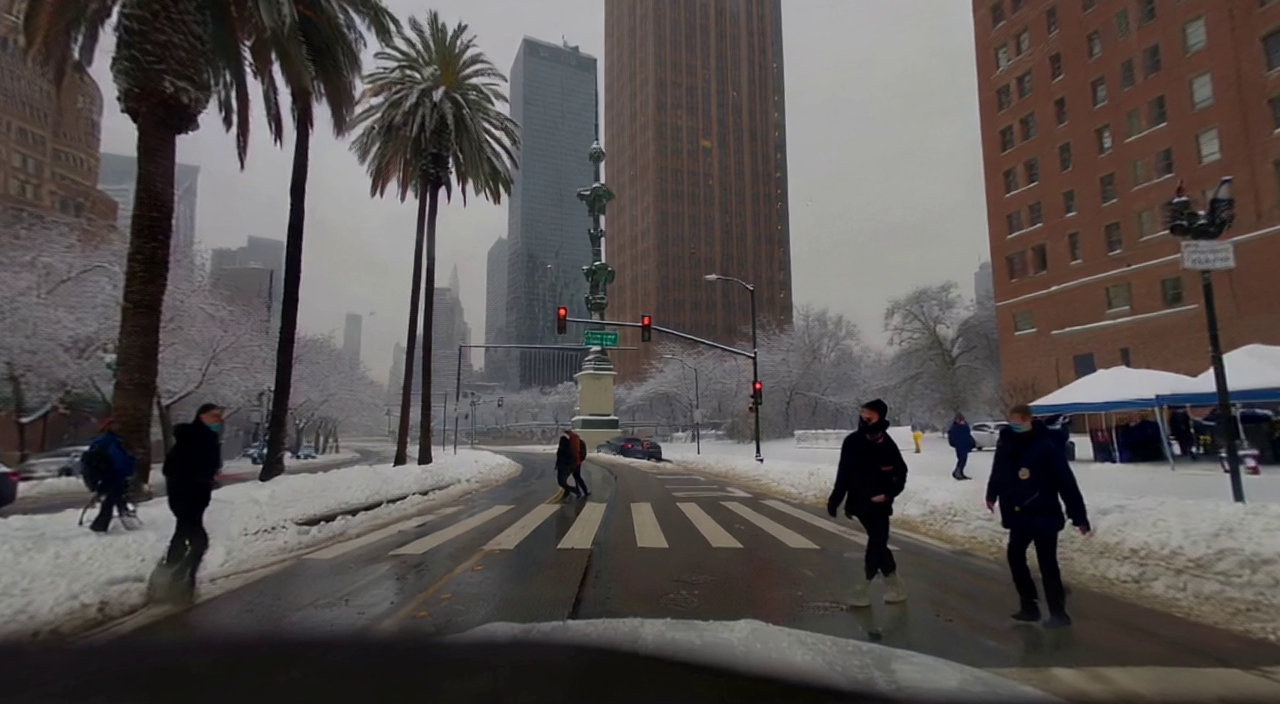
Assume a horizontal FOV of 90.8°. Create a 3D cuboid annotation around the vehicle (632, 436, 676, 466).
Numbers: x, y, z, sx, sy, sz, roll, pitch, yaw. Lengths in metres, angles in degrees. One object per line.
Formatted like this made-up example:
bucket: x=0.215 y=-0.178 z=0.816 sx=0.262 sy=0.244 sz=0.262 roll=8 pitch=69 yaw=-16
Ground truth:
vehicle: x=0.936 y=7.274 z=46.547 sx=2.322 sy=2.071 sz=5.366 roll=1 pitch=-9 yaw=-9
